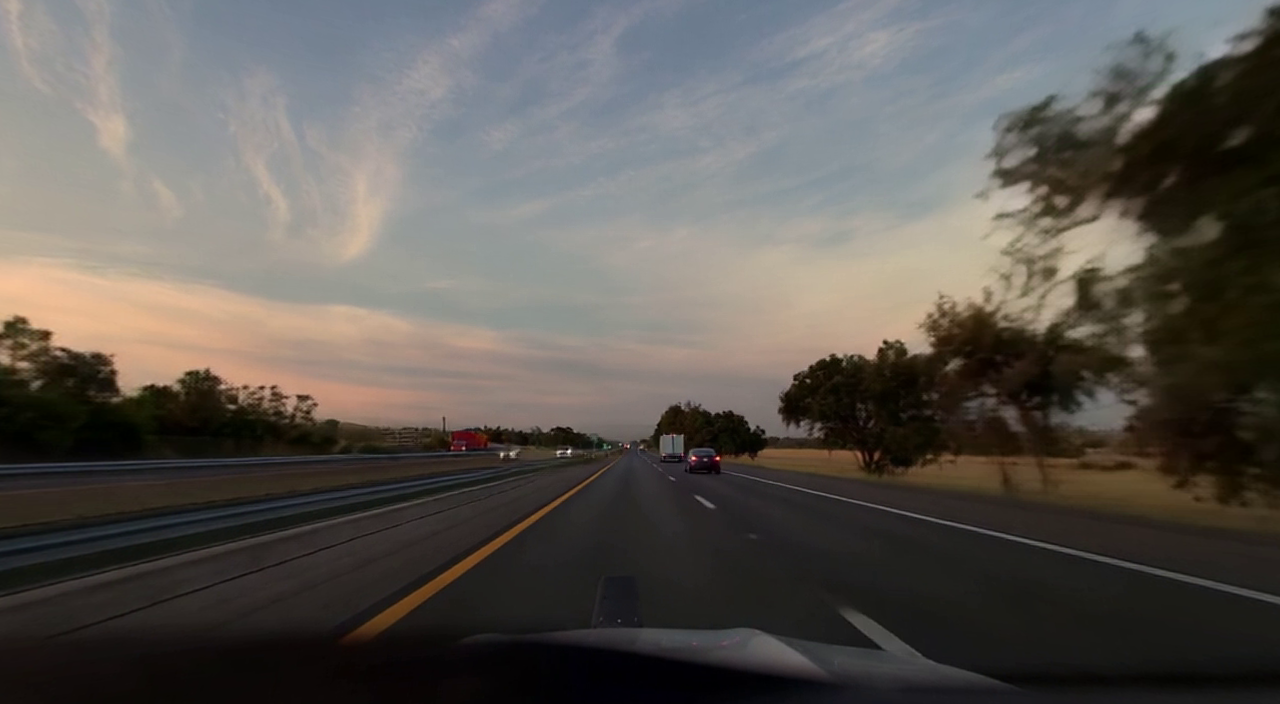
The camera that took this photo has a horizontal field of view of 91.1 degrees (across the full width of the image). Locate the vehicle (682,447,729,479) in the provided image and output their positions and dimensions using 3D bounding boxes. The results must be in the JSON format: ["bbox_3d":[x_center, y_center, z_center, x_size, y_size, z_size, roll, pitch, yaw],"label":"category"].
[{"bbox_3d":[3.242,5.530,31.584,1.836,1.459,3.766,0,-9,-2],"label":"vehicle"}]
